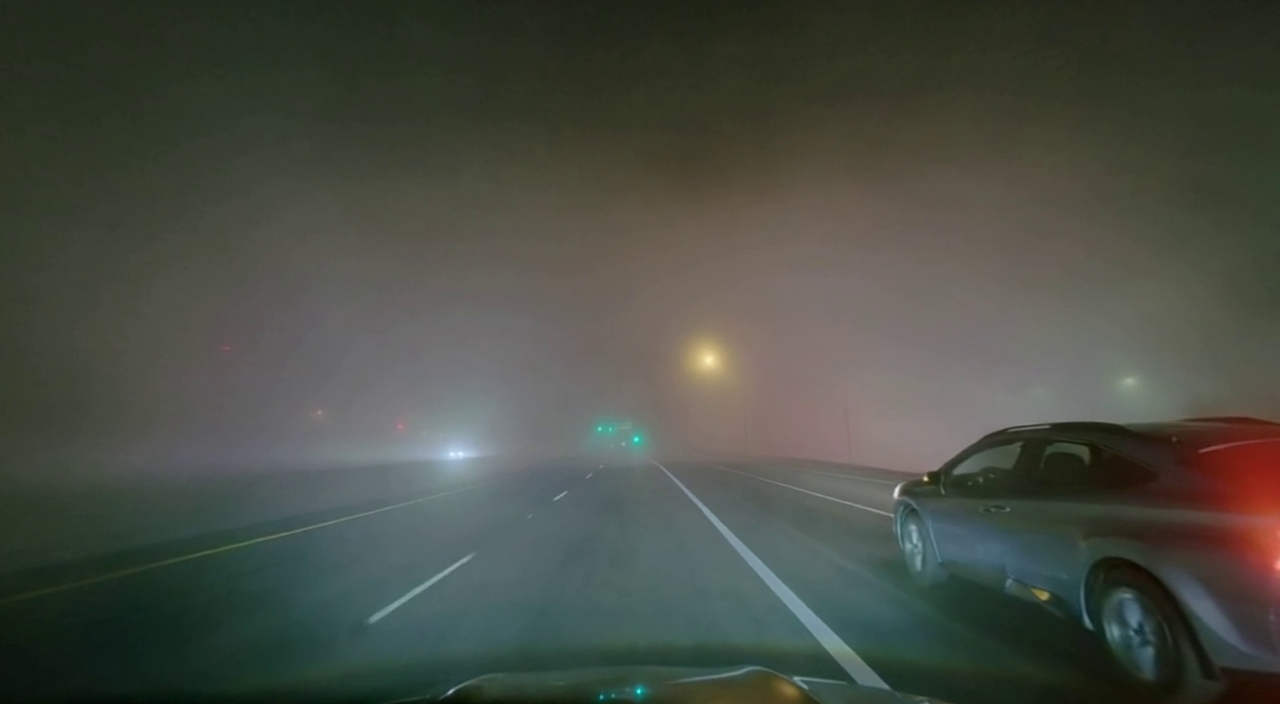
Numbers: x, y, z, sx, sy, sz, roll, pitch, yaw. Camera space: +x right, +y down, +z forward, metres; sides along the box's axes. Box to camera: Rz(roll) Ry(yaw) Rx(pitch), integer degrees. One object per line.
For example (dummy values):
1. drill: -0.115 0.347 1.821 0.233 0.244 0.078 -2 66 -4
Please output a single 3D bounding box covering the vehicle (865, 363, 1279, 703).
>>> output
1. vehicle: 3.411 1.115 4.202 2.104 1.575 4.698 0 -8 0
